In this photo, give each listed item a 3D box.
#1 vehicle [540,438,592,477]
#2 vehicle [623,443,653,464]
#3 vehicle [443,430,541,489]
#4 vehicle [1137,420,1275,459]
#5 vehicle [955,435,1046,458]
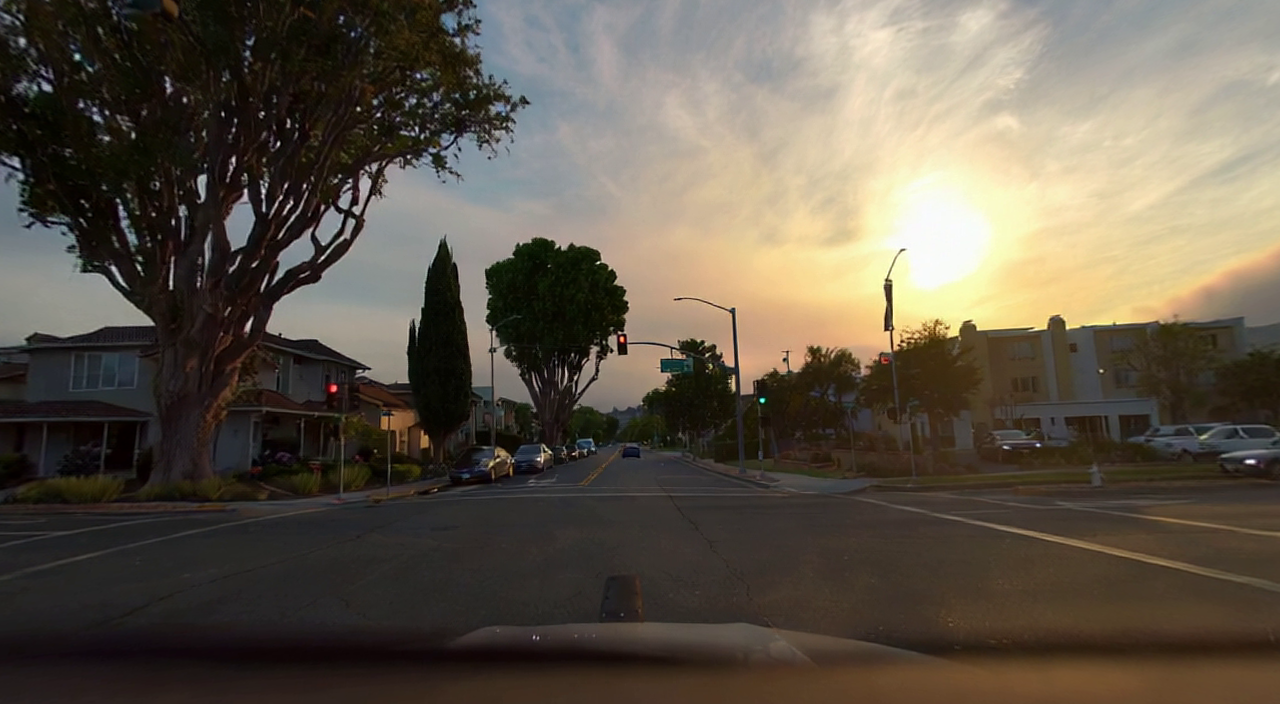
[{"bbox_3d":[-3.640,5.278,31.902,2.120,1.783,4.788,0,-9,-1],"label":"vehicle"},{"bbox_3d":[-0.227,7.731,48.334,2.056,1.493,4.535,0,-9,-3],"label":"vehicle"},{"bbox_3d":[-6.495,4.837,28.964,2.896,2.339,7.322,0,-9,-1],"label":"vehicle"},{"bbox_3d":[33.261,5.162,37.243,5.969,2.149,2.331,0,-9,-3],"label":"vehicle"},{"bbox_3d":[24.977,6.551,43.843,5.172,1.515,1.851,0,-9,-2],"label":"vehicle"}]
